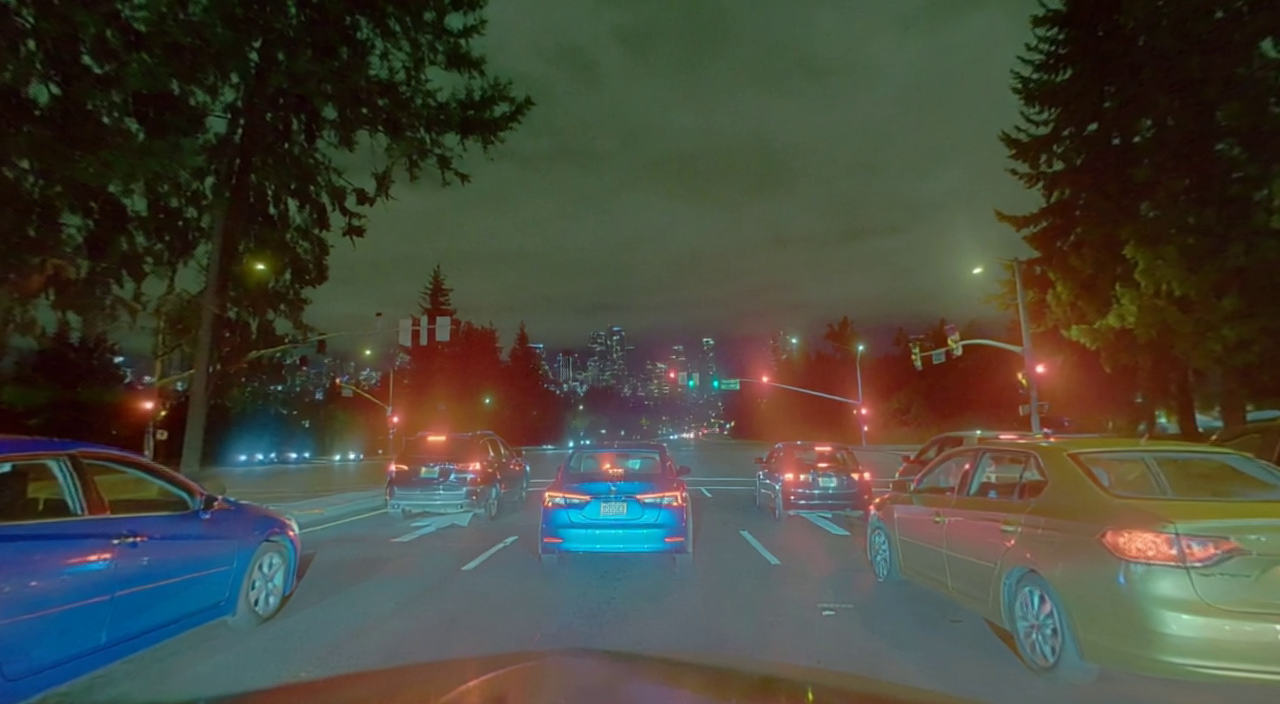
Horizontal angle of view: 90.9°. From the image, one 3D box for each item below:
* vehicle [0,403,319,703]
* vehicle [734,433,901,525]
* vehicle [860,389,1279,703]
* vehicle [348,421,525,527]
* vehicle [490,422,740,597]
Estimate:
[{"bbox_3d":[-3.645,1.022,3.004,1.935,1.482,4.433,0,-8,-1],"label":"vehicle"},{"bbox_3d":[3.183,2.337,12.332,1.975,1.460,4.357,0,-8,0],"label":"vehicle"},{"bbox_3d":[3.136,1.152,4.060,1.903,1.480,4.270,0,-8,0],"label":"vehicle"},{"bbox_3d":[-3.726,2.313,12.484,1.961,1.714,4.268,0,-8,2],"label":"vehicle"},{"bbox_3d":[-0.253,1.641,7.402,2.147,1.479,3.803,0,-8,-1],"label":"vehicle"}]
